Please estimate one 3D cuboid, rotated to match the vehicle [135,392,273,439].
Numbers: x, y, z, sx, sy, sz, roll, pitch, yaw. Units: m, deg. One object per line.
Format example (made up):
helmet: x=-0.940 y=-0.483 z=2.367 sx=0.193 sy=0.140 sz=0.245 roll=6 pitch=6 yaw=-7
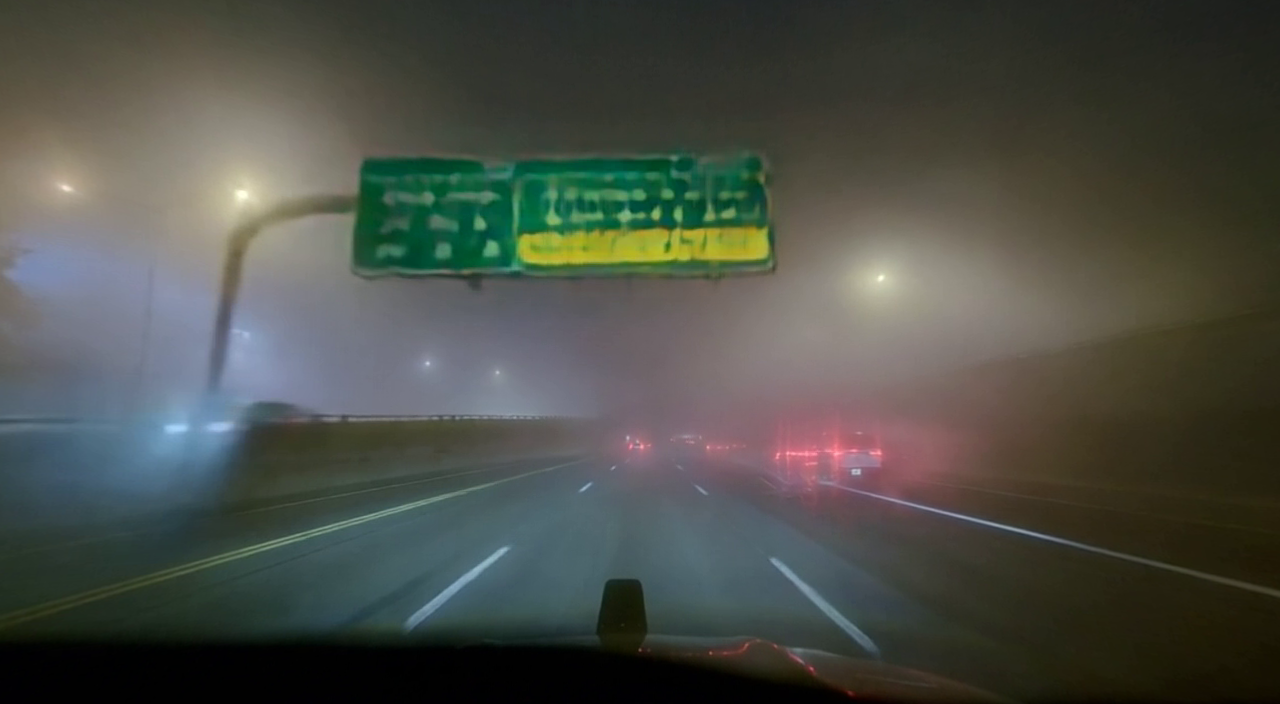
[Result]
vehicle: x=-14.777 y=2.251 z=21.683 sx=1.958 sy=1.431 sz=3.739 roll=-1 pitch=-8 yaw=2
